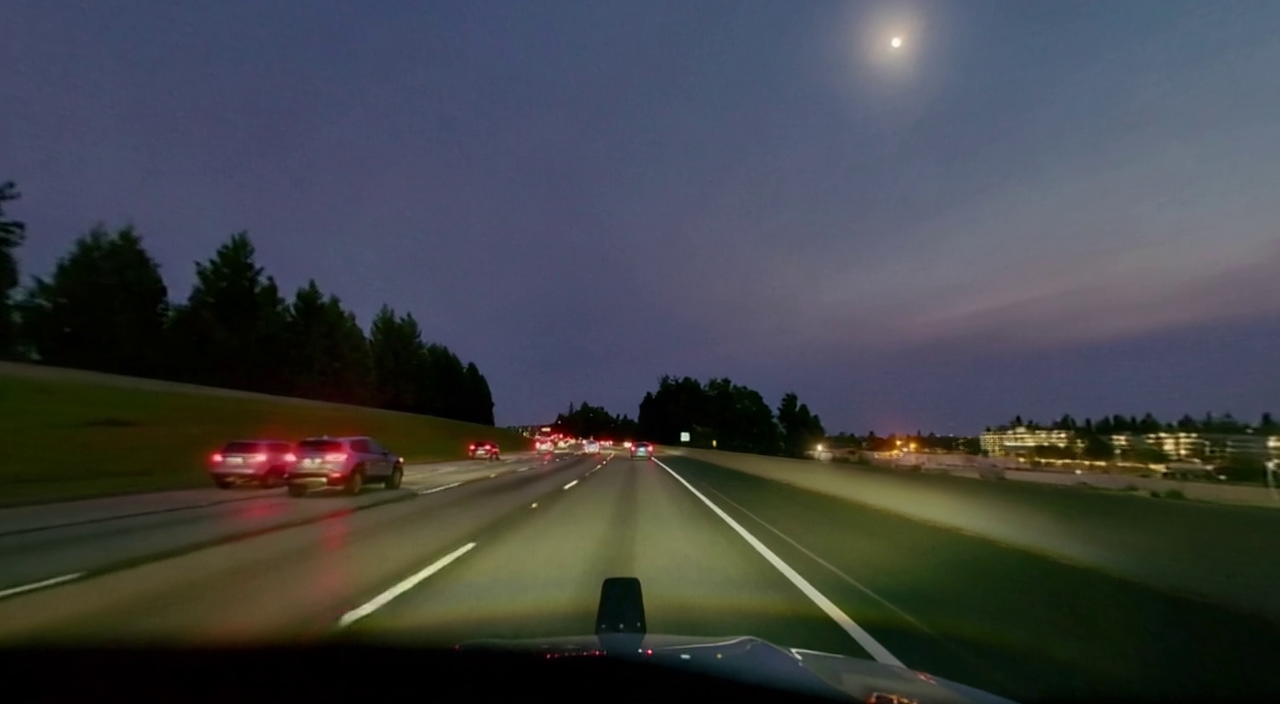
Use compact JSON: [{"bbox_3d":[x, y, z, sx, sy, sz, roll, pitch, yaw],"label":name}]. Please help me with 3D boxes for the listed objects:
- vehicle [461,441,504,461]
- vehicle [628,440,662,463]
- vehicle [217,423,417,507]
[{"bbox_3d":[-11.984,7.565,48.082,2.056,1.489,4.852,0,-8,-1],"label":"vehicle"},{"bbox_3d":[0.283,6.697,42.305,2.060,1.465,3.974,0,-8,-2],"label":"vehicle"},{"bbox_3d":[-7.577,2.706,15.537,2.238,1.712,5.000,0,-8,1],"label":"vehicle"}]
